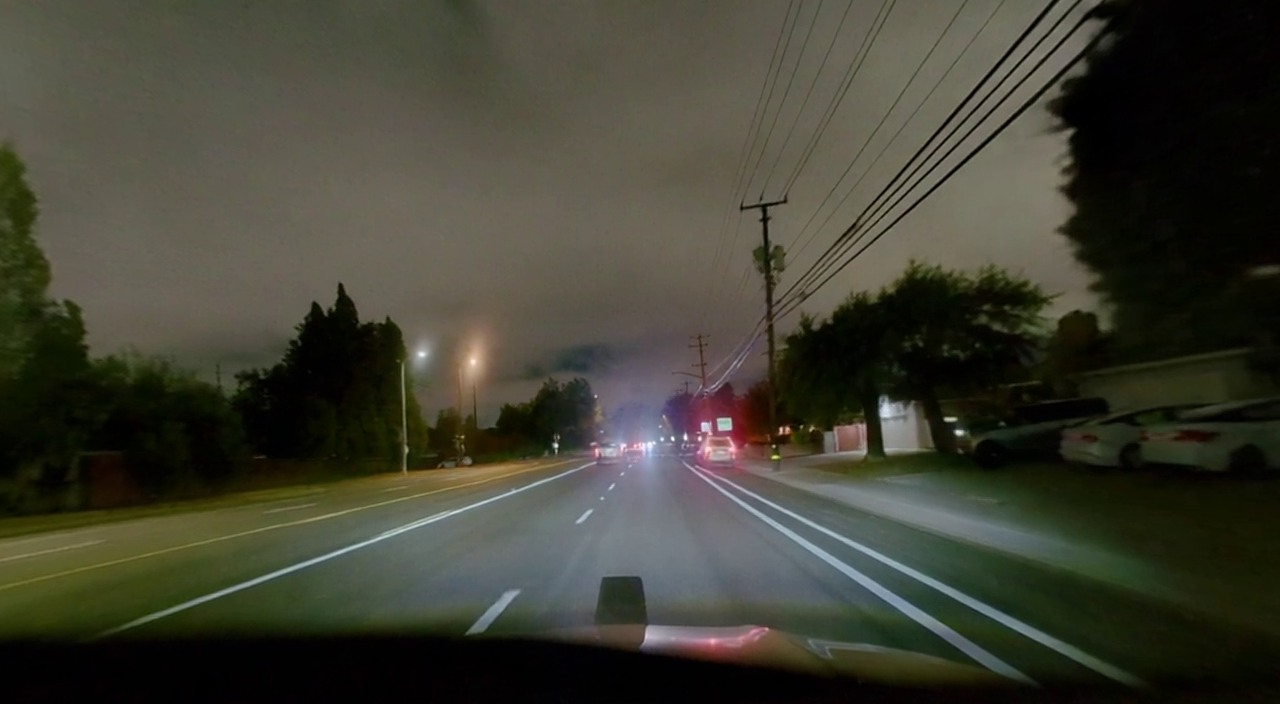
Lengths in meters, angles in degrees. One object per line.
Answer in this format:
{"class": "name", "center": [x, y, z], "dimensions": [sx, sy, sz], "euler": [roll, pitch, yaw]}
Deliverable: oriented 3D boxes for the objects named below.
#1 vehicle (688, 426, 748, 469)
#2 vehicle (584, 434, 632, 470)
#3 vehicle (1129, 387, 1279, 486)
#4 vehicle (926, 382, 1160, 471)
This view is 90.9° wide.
{"class": "vehicle", "center": [4.219, 5.354, 35.294], "dimensions": [2.622, 2.137, 6.267], "euler": [1, -9, 1]}
{"class": "vehicle", "center": [-1.722, 5.633, 35.694], "dimensions": [2.327, 1.861, 4.941], "euler": [-1, -9, 2]}
{"class": "vehicle", "center": [12.336, 1.415, 11.748], "dimensions": [4.719, 1.553, 1.889], "euler": [-5, -8, 0]}
{"class": "vehicle", "center": [11.290, 2.153, 18.002], "dimensions": [5.042, 1.803, 2.134], "euler": [-7, -9, 0]}
